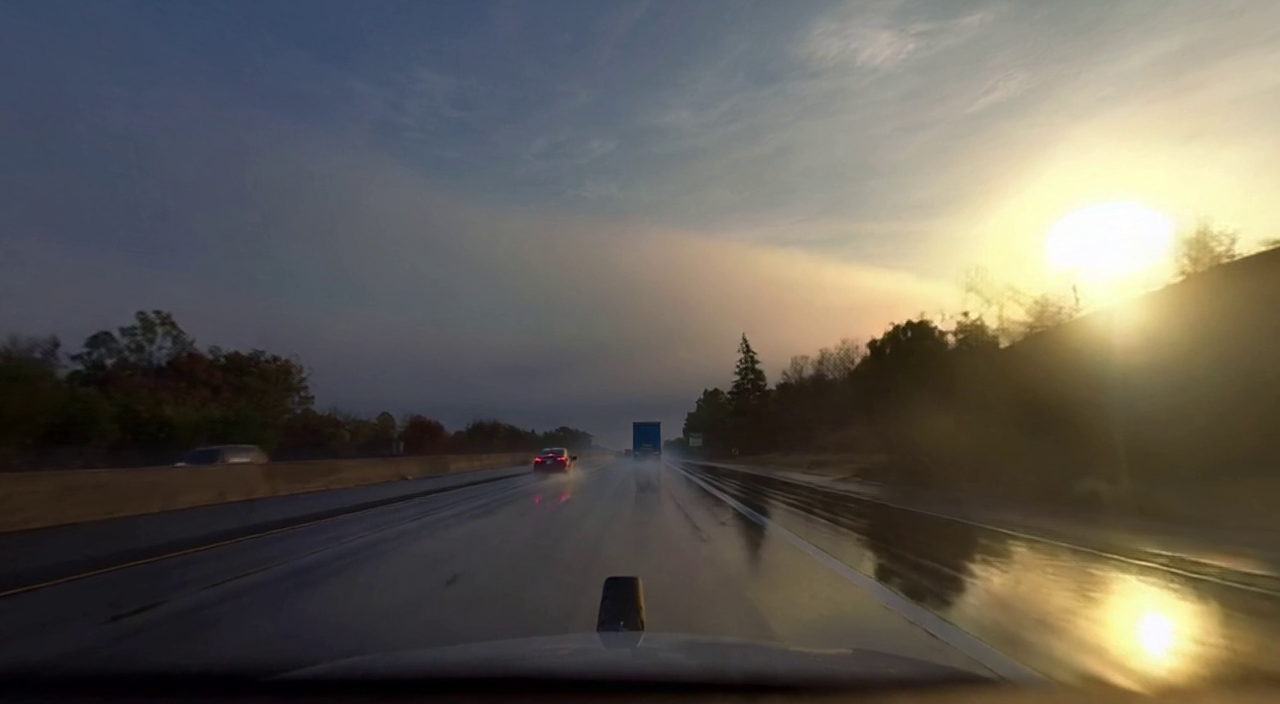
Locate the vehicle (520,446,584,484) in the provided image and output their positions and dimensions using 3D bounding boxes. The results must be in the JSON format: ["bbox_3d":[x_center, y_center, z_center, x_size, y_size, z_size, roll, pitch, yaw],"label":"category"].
[{"bbox_3d":[-3.872,5.073,28.716,1.999,1.533,4.870,-1,-9,3],"label":"vehicle"}]
